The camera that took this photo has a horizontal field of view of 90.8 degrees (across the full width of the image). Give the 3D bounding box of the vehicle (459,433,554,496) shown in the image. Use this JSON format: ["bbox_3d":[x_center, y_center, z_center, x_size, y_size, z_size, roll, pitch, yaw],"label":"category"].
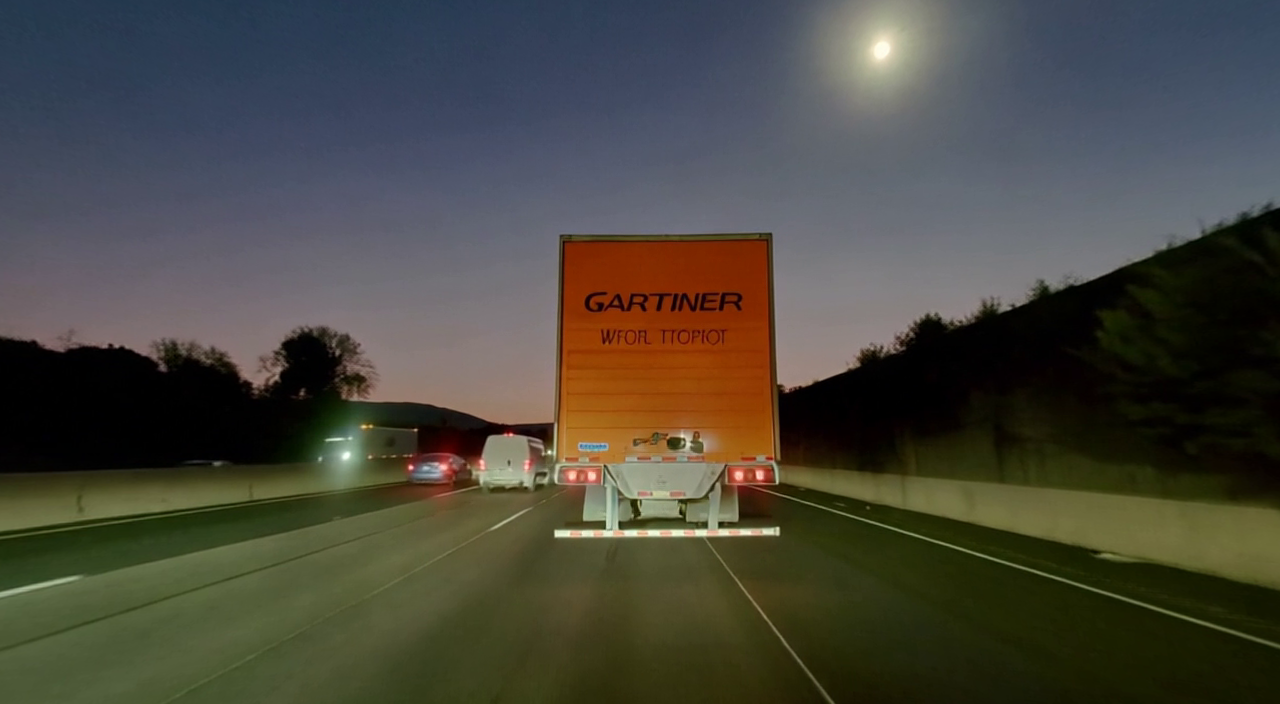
[{"bbox_3d":[-4.632,4.012,22.787,2.293,2.015,4.915,0,-9,1],"label":"vehicle"}]

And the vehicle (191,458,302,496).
[{"bbox_3d":[-16.622,5.261,26.983,1.833,1.432,4.447,0,-9,1],"label":"vehicle"}]

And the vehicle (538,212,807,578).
[{"bbox_3d":[0.446,1.223,12.214,2.853,4.054,10.557,0,-9,1],"label":"vehicle"}]

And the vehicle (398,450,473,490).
[{"bbox_3d":[-8.200,4.754,25.608,1.828,1.502,3.385,0,-9,1],"label":"vehicle"}]

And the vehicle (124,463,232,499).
[{"bbox_3d":[-20.976,5.842,28.872,1.845,1.417,4.012,0,-9,0],"label":"vehicle"}]
